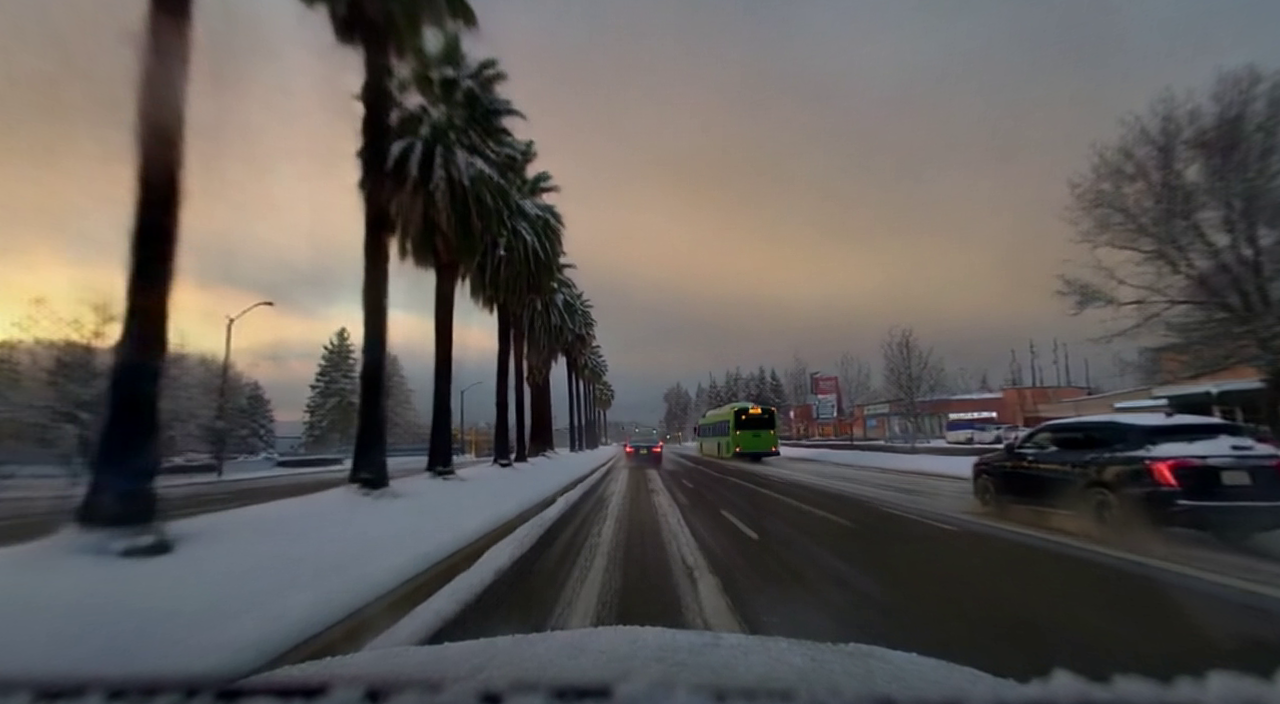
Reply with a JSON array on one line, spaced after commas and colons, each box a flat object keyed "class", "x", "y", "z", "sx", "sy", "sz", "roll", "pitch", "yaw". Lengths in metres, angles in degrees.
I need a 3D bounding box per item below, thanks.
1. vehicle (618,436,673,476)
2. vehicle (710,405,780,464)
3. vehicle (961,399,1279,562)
[{"class": "vehicle", "x": 0.180, "y": 4.284, "z": 26.174, "sx": 2.065, "sy": 1.477, "sz": 4.306, "roll": 0, "pitch": -9, "yaw": -1}, {"class": "vehicle", "x": 6.581, "y": 5.447, "z": 41.030, "sx": 2.795, "sy": 3.383, "sz": 9.287, "roll": 0, "pitch": -9, "yaw": -1}, {"class": "vehicle", "x": 6.543, "y": 1.641, "z": 8.666, "sx": 2.031, "sy": 1.670, "sz": 4.154, "roll": 0, "pitch": -9, "yaw": 0}]
